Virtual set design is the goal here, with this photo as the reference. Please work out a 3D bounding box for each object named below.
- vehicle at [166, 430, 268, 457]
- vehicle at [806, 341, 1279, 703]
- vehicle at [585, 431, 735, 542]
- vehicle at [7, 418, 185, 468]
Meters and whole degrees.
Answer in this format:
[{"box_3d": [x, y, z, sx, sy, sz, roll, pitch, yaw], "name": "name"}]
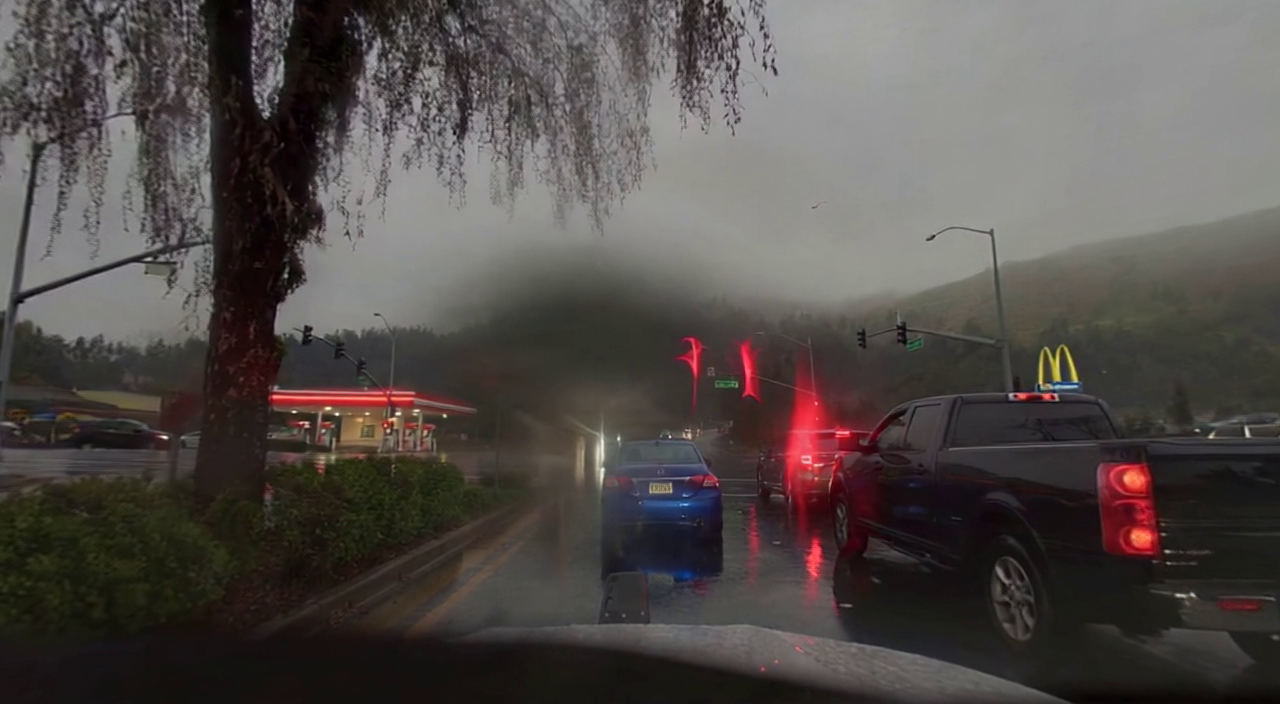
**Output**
[{"box_3d": [-23.094, 5.033, 34.494, 4.326, 1.420, 1.798, -1, -8, 4], "name": "vehicle"}, {"box_3d": [3.561, 1.318, 6.094, 2.277, 1.871, 6.143, 0, -8, 0], "name": "vehicle"}, {"box_3d": [0.260, 2.114, 10.536, 2.027, 1.494, 3.824, 0, -8, 0], "name": "vehicle"}, {"box_3d": [-19.925, 3.364, 23.248, 4.742, 1.720, 2.107, -1, -8, 5], "name": "vehicle"}]
